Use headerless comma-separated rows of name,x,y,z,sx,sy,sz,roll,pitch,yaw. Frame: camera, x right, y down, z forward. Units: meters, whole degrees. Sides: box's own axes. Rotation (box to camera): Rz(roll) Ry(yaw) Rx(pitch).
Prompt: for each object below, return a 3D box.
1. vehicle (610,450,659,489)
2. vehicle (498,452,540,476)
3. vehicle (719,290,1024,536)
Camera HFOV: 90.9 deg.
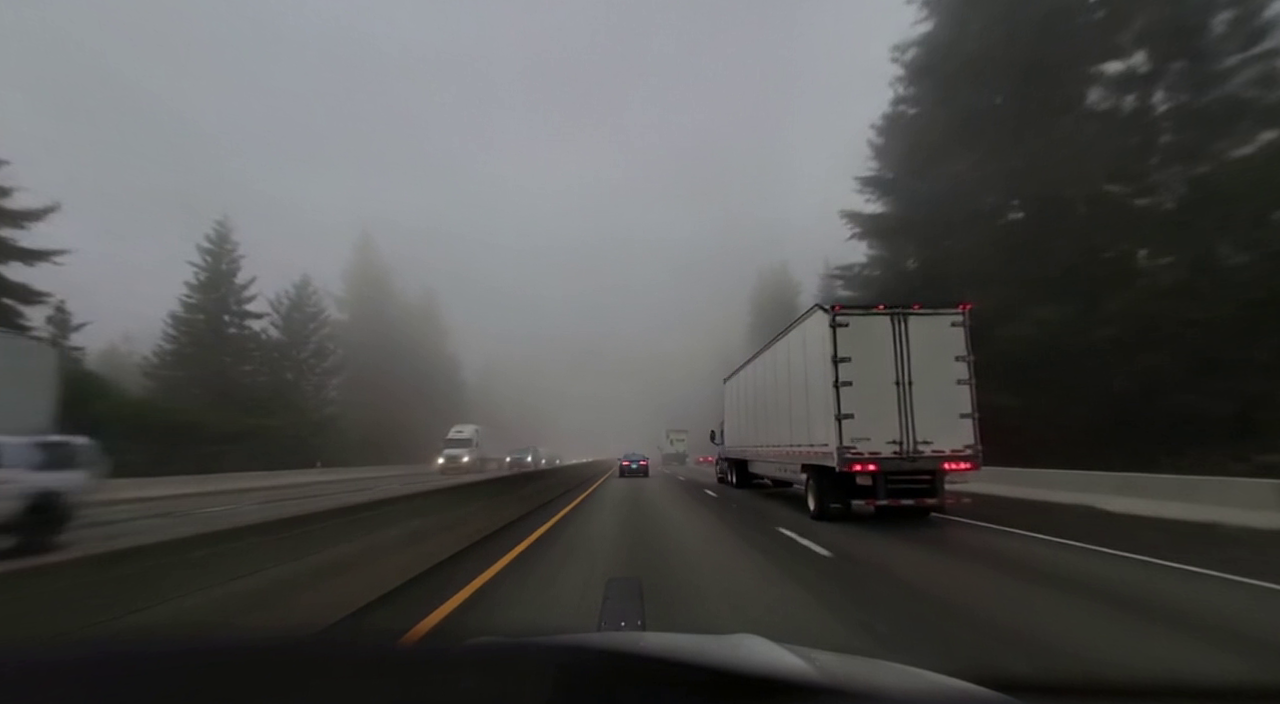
vehicle,-0.226,4.946,26.812,1.939,1.495,3.612,0,-9,-1
vehicle,-8.626,8.005,45.365,2.065,1.558,5.029,0,-9,0
vehicle,4.625,2.032,17.340,2.842,4.060,13.939,0,-9,-1
